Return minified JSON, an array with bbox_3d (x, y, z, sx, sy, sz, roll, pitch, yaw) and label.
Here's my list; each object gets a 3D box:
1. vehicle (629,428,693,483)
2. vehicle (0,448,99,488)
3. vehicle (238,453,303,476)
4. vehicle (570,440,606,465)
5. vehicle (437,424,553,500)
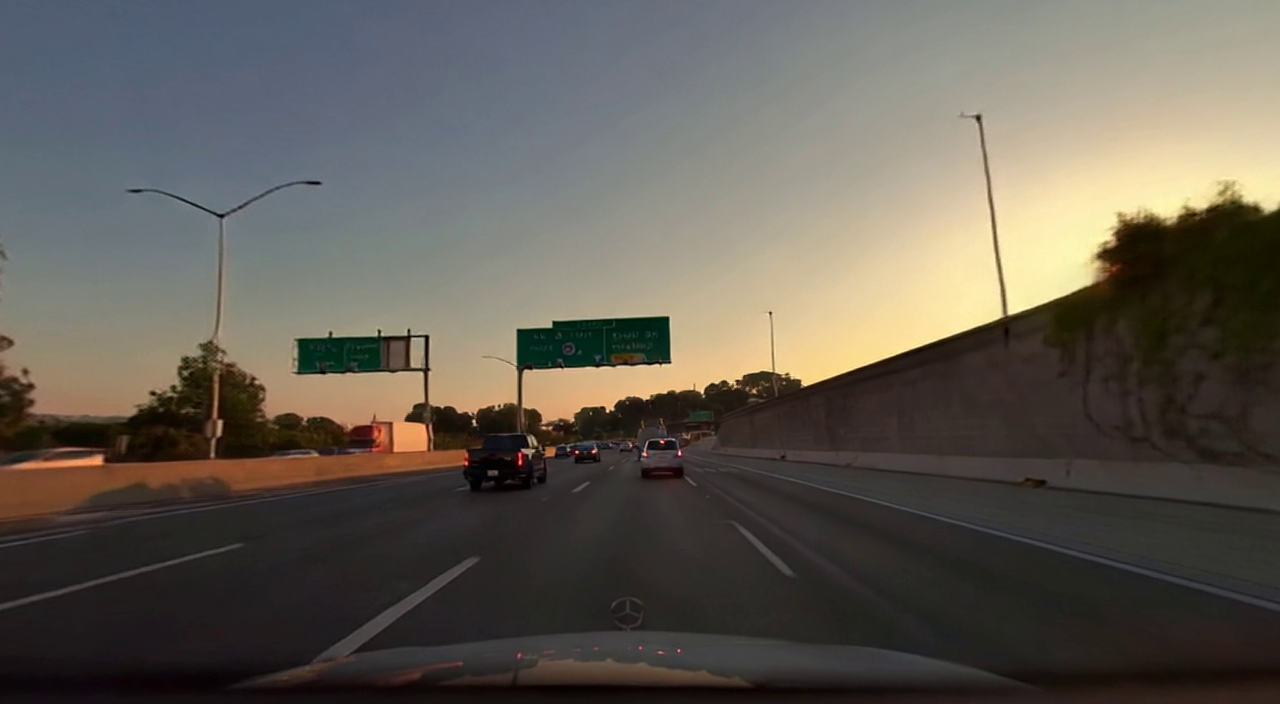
[{"bbox_3d":[0.740,3.771,23.222,2.083,1.792,4.782,0,-9,1],"label":"vehicle"},{"bbox_3d":[-28.257,5.242,28.726,2.174,1.678,5.678,0,-8,1],"label":"vehicle"},{"bbox_3d":[-24.408,7.409,41.779,1.840,1.373,3.920,0,-9,2],"label":"vehicle"},{"bbox_3d":[-3.497,6.869,43.398,1.961,1.591,4.756,0,-8,1],"label":"vehicle"},{"bbox_3d":[-3.796,3.007,17.616,1.954,1.792,5.187,0,-9,1],"label":"vehicle"}]
